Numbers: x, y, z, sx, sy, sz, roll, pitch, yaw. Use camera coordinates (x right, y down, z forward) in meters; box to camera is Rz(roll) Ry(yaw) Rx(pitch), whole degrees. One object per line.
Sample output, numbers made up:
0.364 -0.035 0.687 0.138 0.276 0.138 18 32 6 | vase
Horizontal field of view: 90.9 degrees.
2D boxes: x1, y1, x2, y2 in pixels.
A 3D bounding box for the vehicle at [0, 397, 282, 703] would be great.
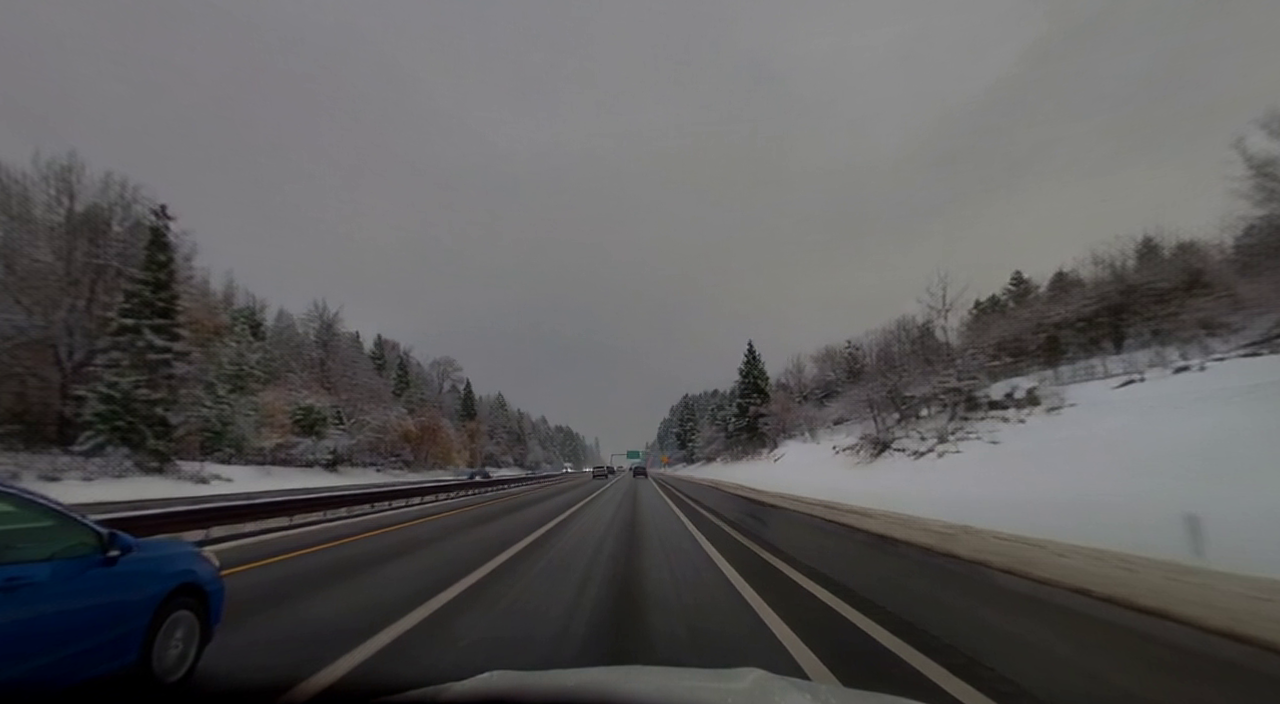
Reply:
-3.478 0.887 2.224 2.017 1.516 4.041 1 -11 0 | vehicle
